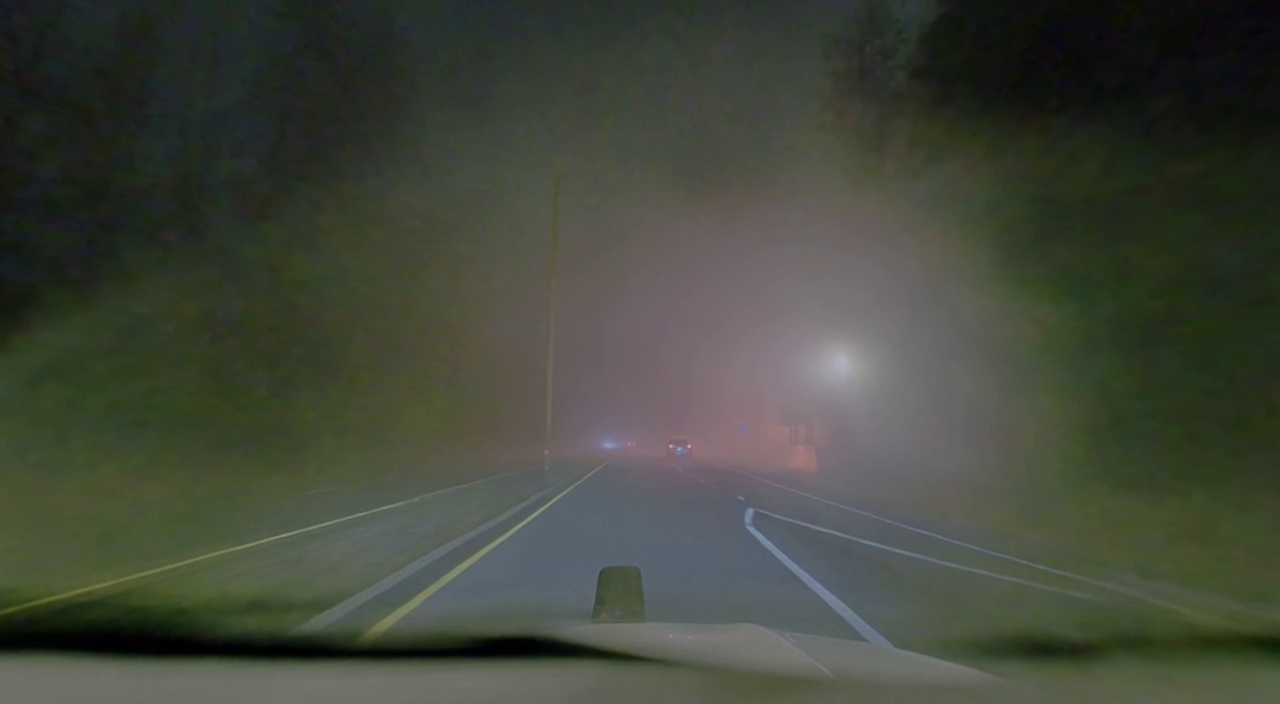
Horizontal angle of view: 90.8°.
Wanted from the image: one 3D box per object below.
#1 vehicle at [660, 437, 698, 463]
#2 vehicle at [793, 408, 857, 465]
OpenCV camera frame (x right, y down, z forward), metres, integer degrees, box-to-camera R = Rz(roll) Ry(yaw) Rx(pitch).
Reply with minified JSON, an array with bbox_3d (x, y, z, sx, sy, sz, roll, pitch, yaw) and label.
[{"bbox_3d":[2.725,7.007,45.398,2.183,1.744,4.424,1,-9,-4],"label":"vehicle"},{"bbox_3d":[10.942,5.075,37.728,3.250,3.147,4.411,-2,-9,12],"label":"vehicle"}]
